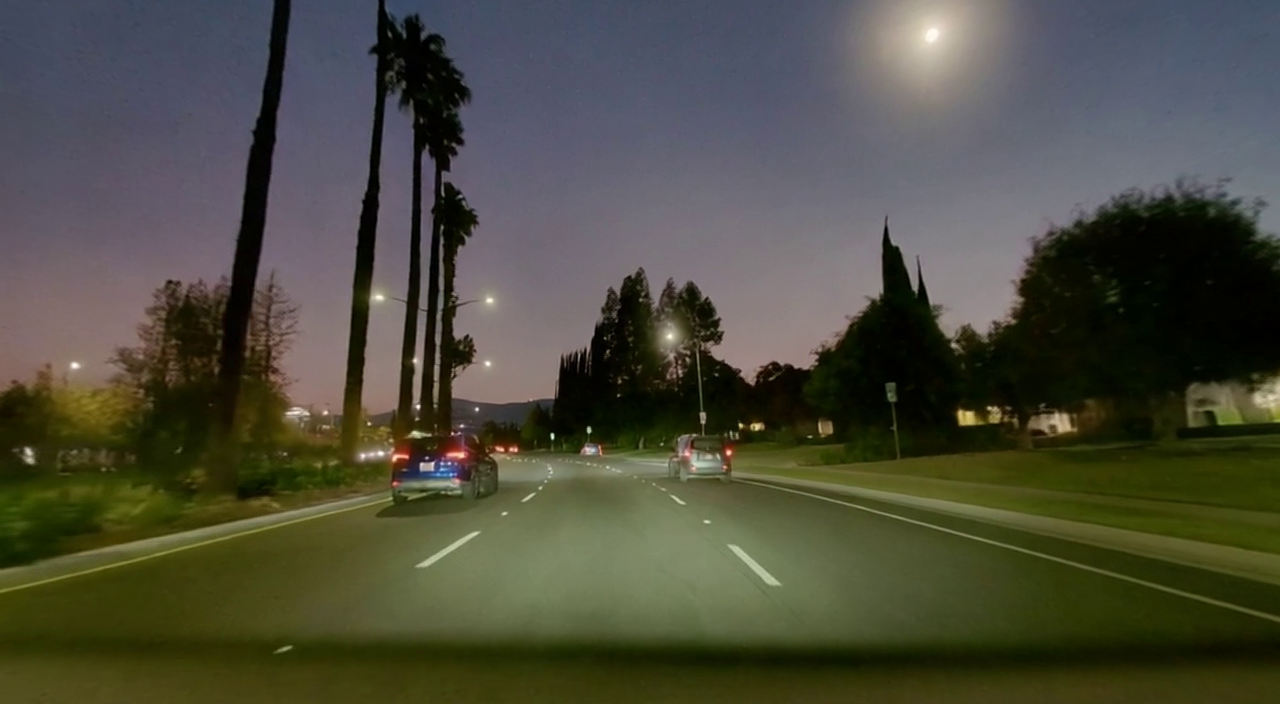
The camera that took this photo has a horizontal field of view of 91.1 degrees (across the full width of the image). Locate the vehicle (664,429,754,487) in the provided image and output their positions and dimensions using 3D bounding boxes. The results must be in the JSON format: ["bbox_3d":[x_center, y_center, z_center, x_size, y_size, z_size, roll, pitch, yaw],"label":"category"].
[{"bbox_3d":[2.269,3.683,22.199,2.195,1.804,4.658,1,-9,-6],"label":"vehicle"}]

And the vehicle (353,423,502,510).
[{"bbox_3d":[-4.915,2.720,15.402,2.150,1.768,4.868,1,-8,-3],"label":"vehicle"}]
